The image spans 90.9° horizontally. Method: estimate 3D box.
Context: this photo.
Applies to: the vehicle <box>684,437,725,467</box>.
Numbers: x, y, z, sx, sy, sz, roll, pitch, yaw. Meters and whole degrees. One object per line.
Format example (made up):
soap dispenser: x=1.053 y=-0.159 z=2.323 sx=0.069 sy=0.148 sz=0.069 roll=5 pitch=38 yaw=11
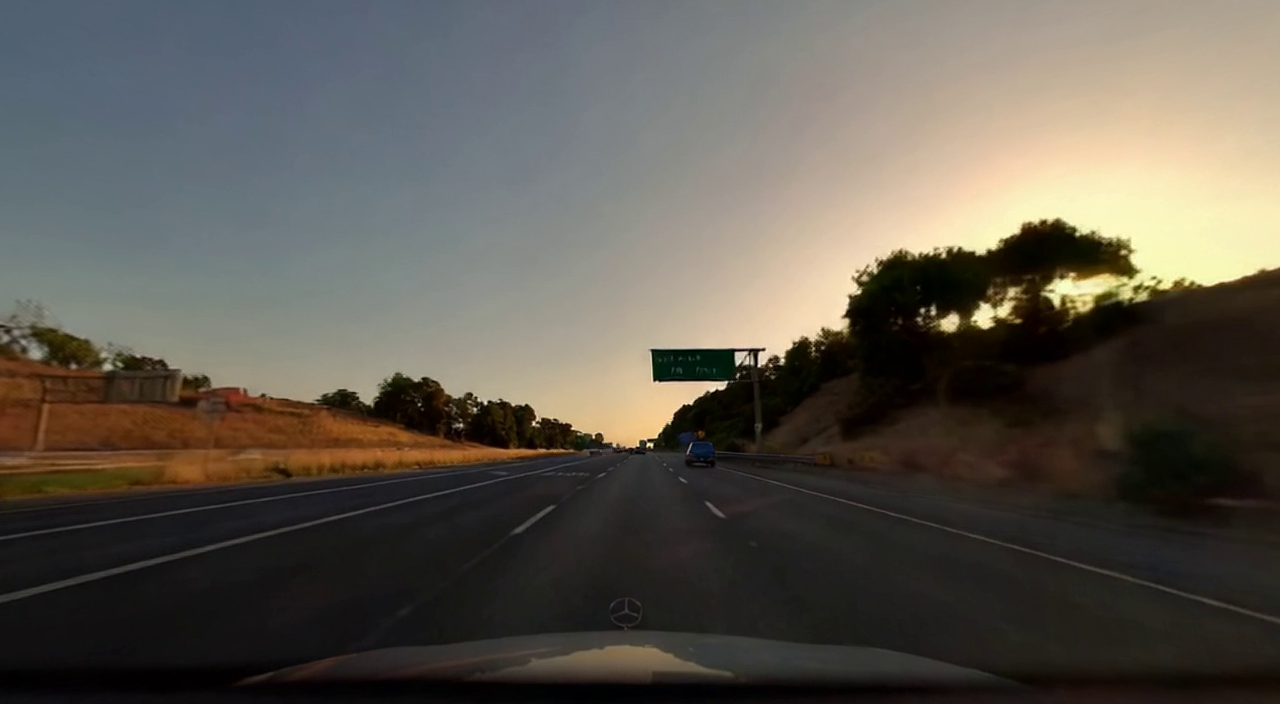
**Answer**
vehicle: x=4.287 y=6.753 z=42.778 sx=2.172 sy=1.930 sz=4.879 roll=0 pitch=-8 yaw=-1
